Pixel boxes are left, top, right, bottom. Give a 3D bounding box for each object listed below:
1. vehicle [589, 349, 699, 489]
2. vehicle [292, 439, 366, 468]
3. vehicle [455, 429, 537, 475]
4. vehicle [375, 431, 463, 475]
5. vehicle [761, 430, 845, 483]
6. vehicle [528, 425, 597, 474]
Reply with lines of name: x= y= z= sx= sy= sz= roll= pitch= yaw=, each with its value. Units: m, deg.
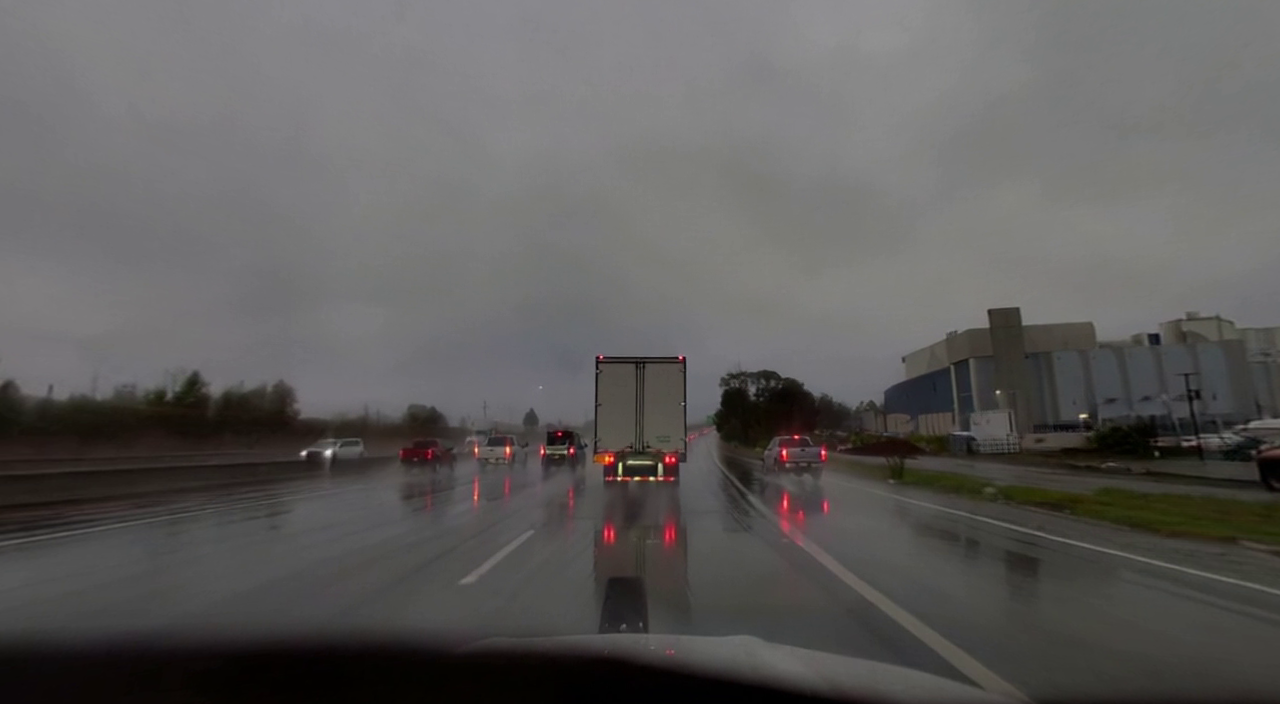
vehicle: x=0.024 y=2.552 z=22.107 sx=2.941 sy=3.794 sz=9.851 roll=0 pitch=-9 yaw=-1
vehicle: x=-17.498 y=5.731 z=35.689 sx=1.944 sy=1.488 sz=4.297 roll=0 pitch=-9 yaw=0
vehicle: x=-6.824 y=4.832 z=30.653 sx=2.479 sy=1.978 sz=5.952 roll=0 pitch=-9 yaw=1
vehicle: x=-10.500 y=4.870 z=30.587 sx=2.089 sy=1.885 sz=5.888 roll=0 pitch=-9 yaw=0
vehicle: x=6.140 y=4.008 z=24.403 sx=2.137 sy=1.796 sz=4.817 roll=0 pitch=-9 yaw=3
vehicle: x=-3.470 y=4.579 z=29.665 sx=2.379 sy=2.075 sz=6.169 roll=0 pitch=-9 yaw=1
